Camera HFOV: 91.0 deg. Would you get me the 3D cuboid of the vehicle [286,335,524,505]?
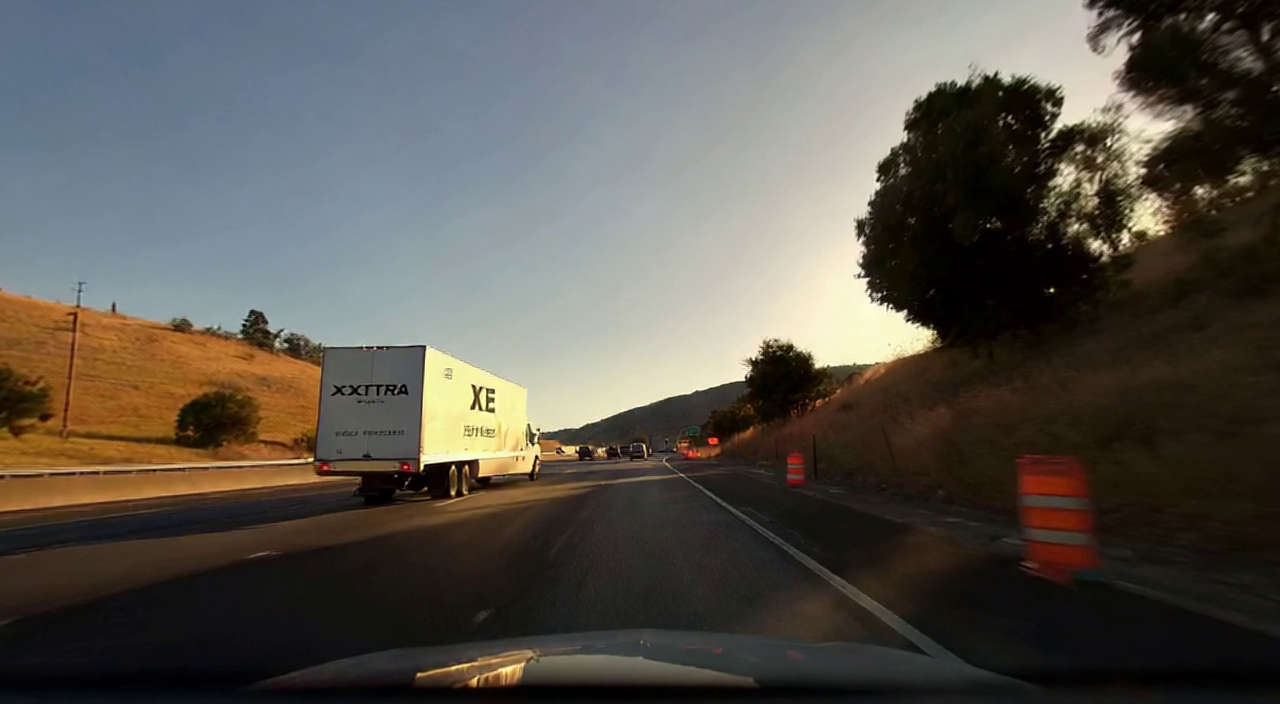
[{"bbox_3d":[-6.479,2.295,19.839,3.183,4.011,9.617,0,-8,4],"label":"vehicle"}]
